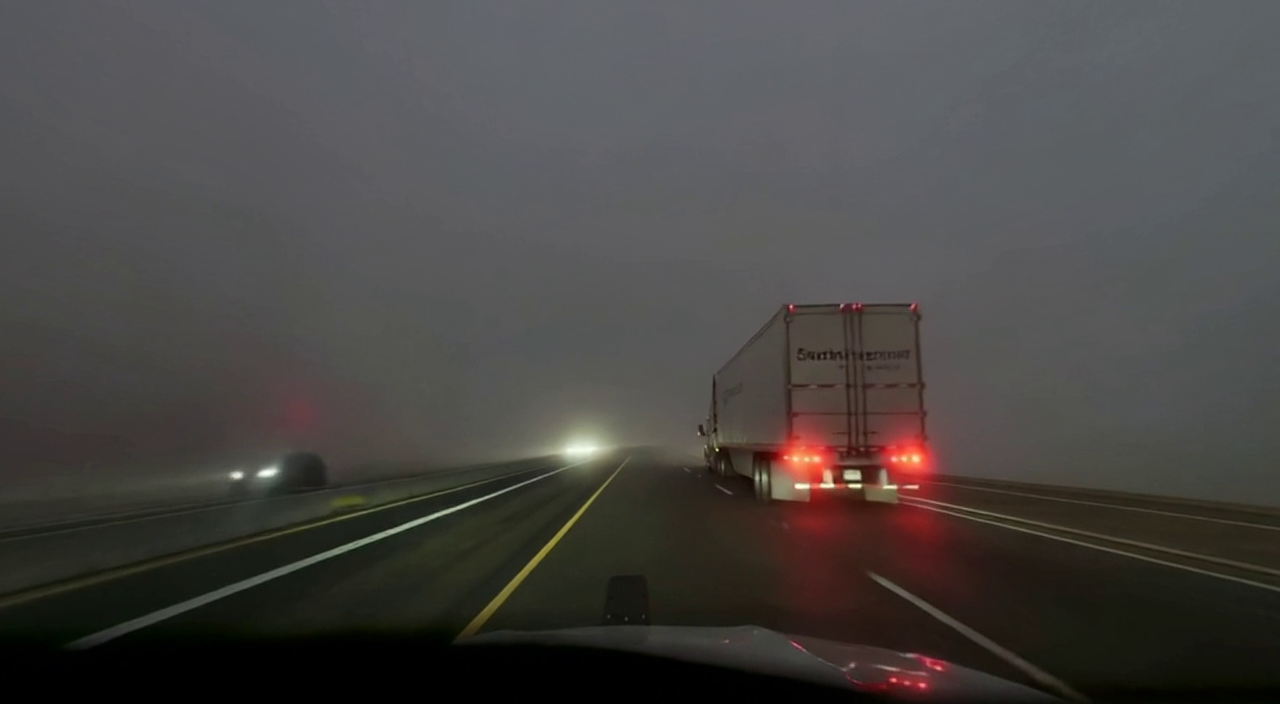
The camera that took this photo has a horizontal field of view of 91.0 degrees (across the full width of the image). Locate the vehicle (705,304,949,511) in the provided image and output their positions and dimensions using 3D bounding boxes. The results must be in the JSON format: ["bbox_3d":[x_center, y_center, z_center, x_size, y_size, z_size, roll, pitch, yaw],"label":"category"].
[{"bbox_3d":[4.522,2.119,20.207,3.187,4.197,15.004,0,-8,0],"label":"vehicle"}]

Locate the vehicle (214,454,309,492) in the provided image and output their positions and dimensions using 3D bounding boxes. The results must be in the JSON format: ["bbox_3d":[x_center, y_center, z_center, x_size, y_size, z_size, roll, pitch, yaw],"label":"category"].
[{"bbox_3d":[-17.614,5.604,29.501,1.838,1.518,4.109,0,-8,1],"label":"vehicle"}]
